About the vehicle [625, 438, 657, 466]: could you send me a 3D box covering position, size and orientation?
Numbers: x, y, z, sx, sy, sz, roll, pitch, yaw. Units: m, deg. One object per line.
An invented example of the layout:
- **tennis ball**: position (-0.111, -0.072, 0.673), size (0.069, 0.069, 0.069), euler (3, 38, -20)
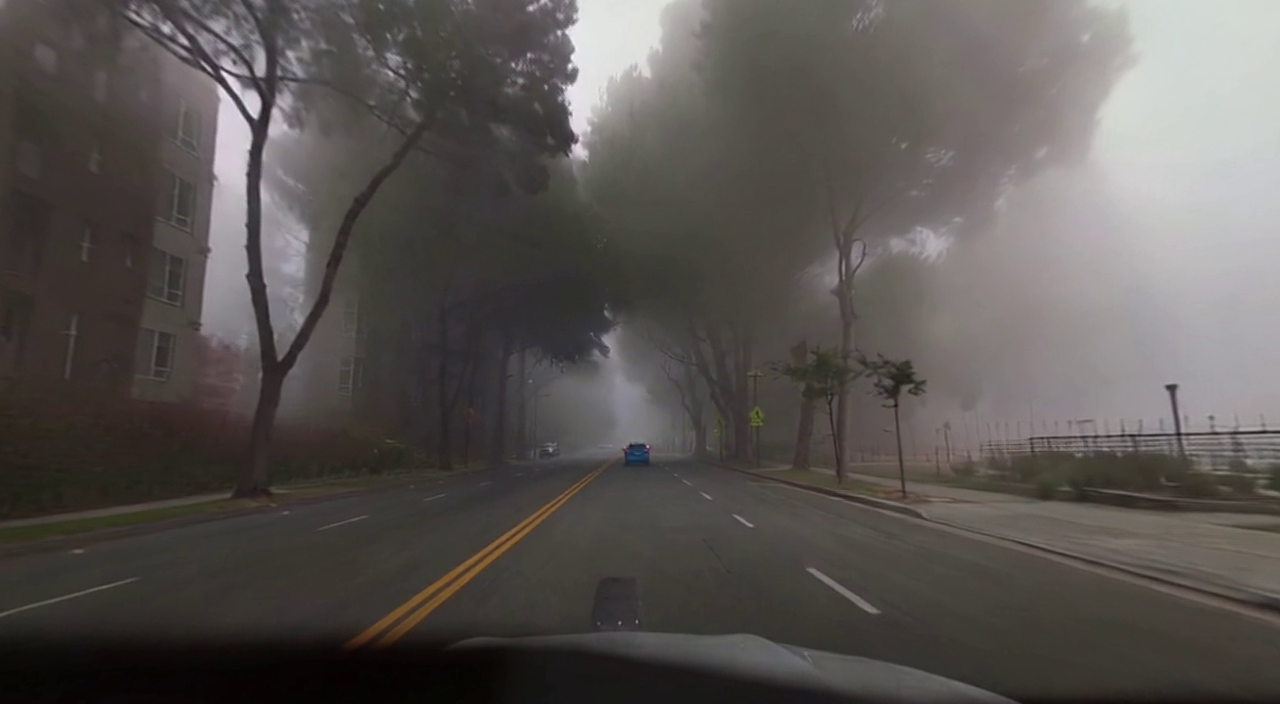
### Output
- **vehicle**: position (0.101, 6.482, 40.846), size (1.981, 1.703, 3.691), euler (0, -8, 1)
